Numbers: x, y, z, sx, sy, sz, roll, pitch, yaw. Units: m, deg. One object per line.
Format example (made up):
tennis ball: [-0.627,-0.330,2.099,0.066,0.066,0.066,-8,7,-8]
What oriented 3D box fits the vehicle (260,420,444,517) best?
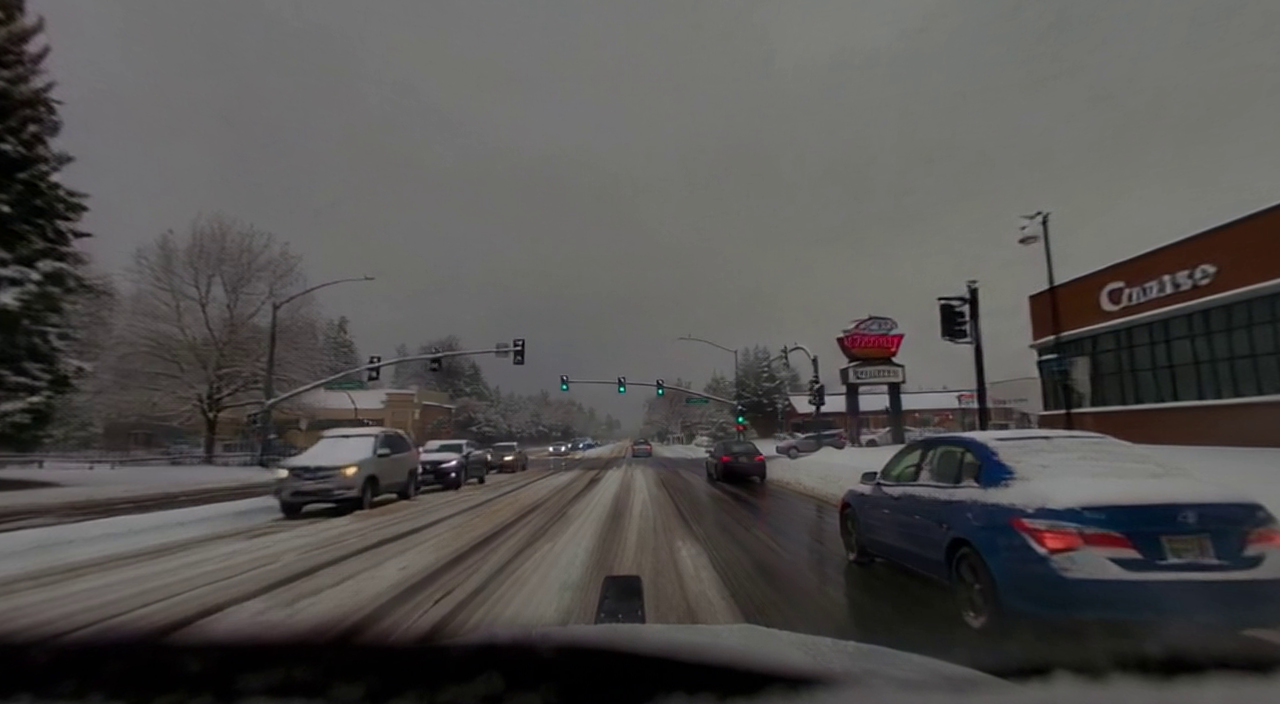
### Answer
vehicle: [-6.287,2.595,14.584,2.136,1.837,4.669,0,-8,-2]

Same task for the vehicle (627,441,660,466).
vehicle: [0.201,6.432,40.153,2.008,1.464,4.052,0,-8,0]

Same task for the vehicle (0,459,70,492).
vehicle: [-31.092,6.034,30.877,4.311,1.476,2.004,4,-9,-26]

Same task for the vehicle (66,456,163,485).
vehicle: [-30.848,6.919,37.217,3.950,1.536,1.932,4,-9,-27]

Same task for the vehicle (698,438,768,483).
vehicle: [3.283,3.940,23.174,1.842,1.480,4.155,0,-8,-1]

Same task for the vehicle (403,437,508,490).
vehicle: [-6.192,3.802,21.910,2.176,1.591,4.778,0,-8,0]

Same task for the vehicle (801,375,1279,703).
vehicle: [3.128,1.256,5.410,2.174,1.596,4.779,0,-8,-1]
